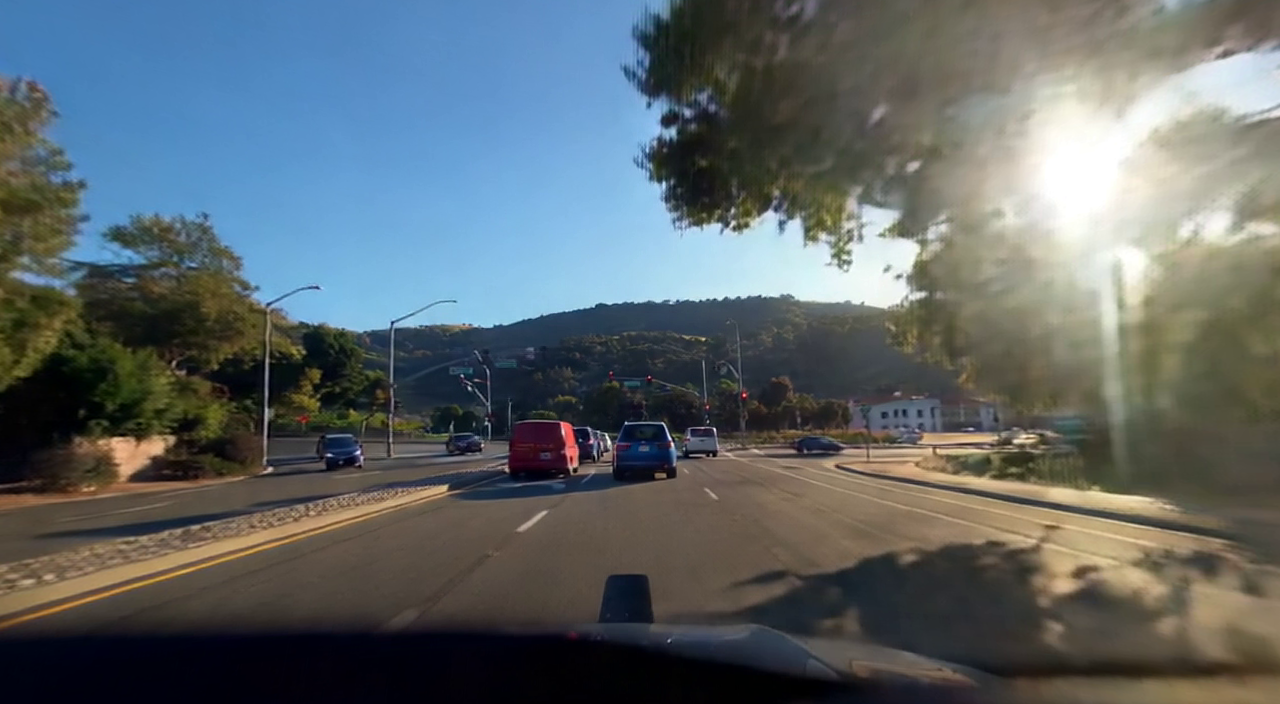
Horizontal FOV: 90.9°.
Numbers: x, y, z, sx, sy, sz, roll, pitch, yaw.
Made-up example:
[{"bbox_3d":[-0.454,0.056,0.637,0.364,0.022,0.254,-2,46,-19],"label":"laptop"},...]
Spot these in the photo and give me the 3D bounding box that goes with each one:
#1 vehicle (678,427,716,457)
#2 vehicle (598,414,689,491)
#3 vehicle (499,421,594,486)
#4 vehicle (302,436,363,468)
[{"bbox_3d":[3.239,5.231,36.521,1.817,1.662,3.843,0,-8,-1],"label":"vehicle"},{"bbox_3d":[0.154,2.724,17.336,2.185,1.822,4.391,0,-8,2],"label":"vehicle"},{"bbox_3d":[-2.776,3.153,19.812,2.131,1.783,4.540,-1,-8,2],"label":"vehicle"},{"bbox_3d":[-18.169,5.886,37.164,2.053,1.754,4.717,7,-11,-39],"label":"vehicle"}]
